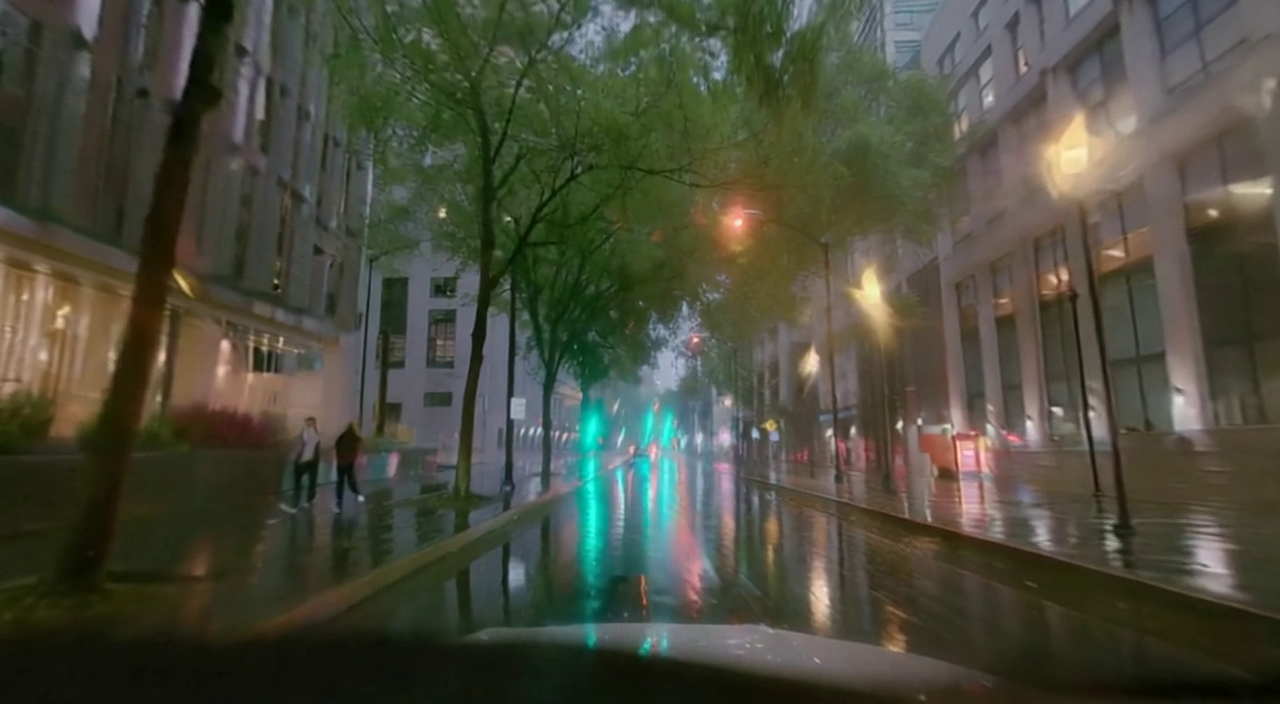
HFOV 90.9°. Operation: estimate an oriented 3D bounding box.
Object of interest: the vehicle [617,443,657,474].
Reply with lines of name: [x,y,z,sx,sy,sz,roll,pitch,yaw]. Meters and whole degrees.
vehicle: [-0.157,5.884,35.060,2.079,1.621,3.861,0,-9,0]
